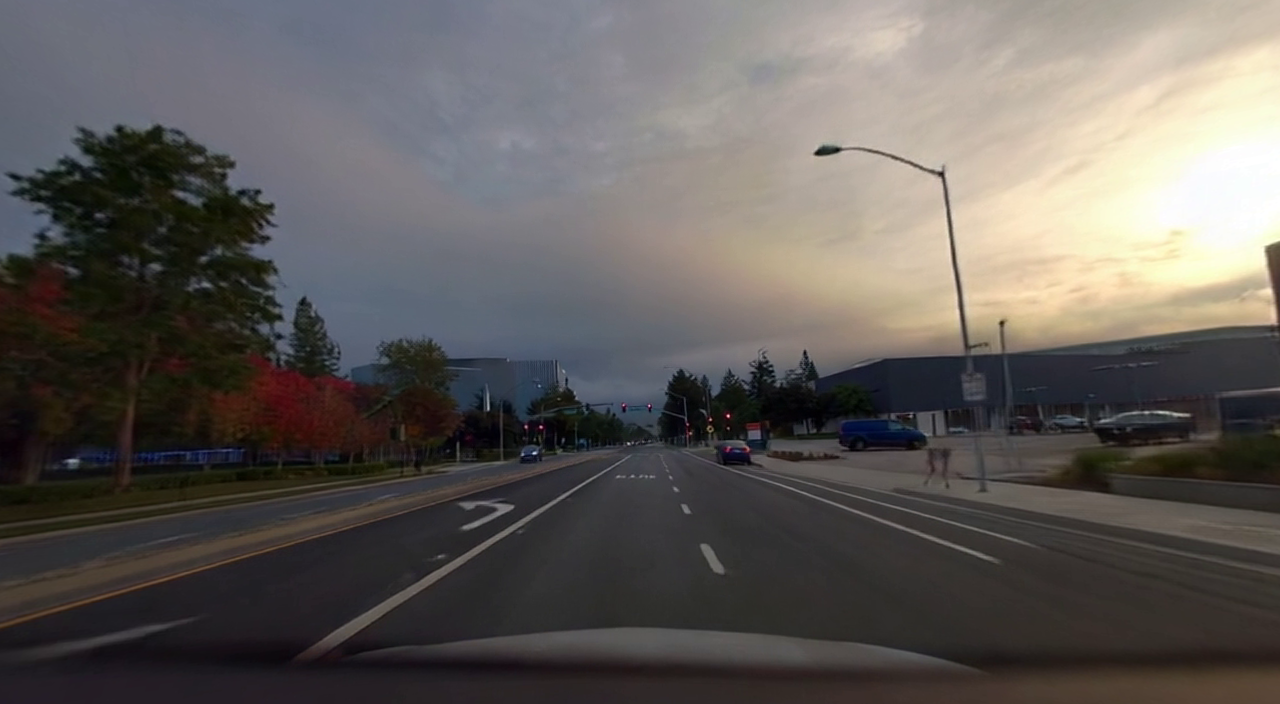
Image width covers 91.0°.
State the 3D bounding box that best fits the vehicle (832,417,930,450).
[{"bbox_3d":[16.061,5.498,42.201,5.546,2.117,2.443,0,-9,0],"label":"vehicle"}]

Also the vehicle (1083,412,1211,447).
[{"bbox_3d":[24.000,3.780,30.045,1.943,1.531,4.579,1,-9,-7],"label":"vehicle"}]
